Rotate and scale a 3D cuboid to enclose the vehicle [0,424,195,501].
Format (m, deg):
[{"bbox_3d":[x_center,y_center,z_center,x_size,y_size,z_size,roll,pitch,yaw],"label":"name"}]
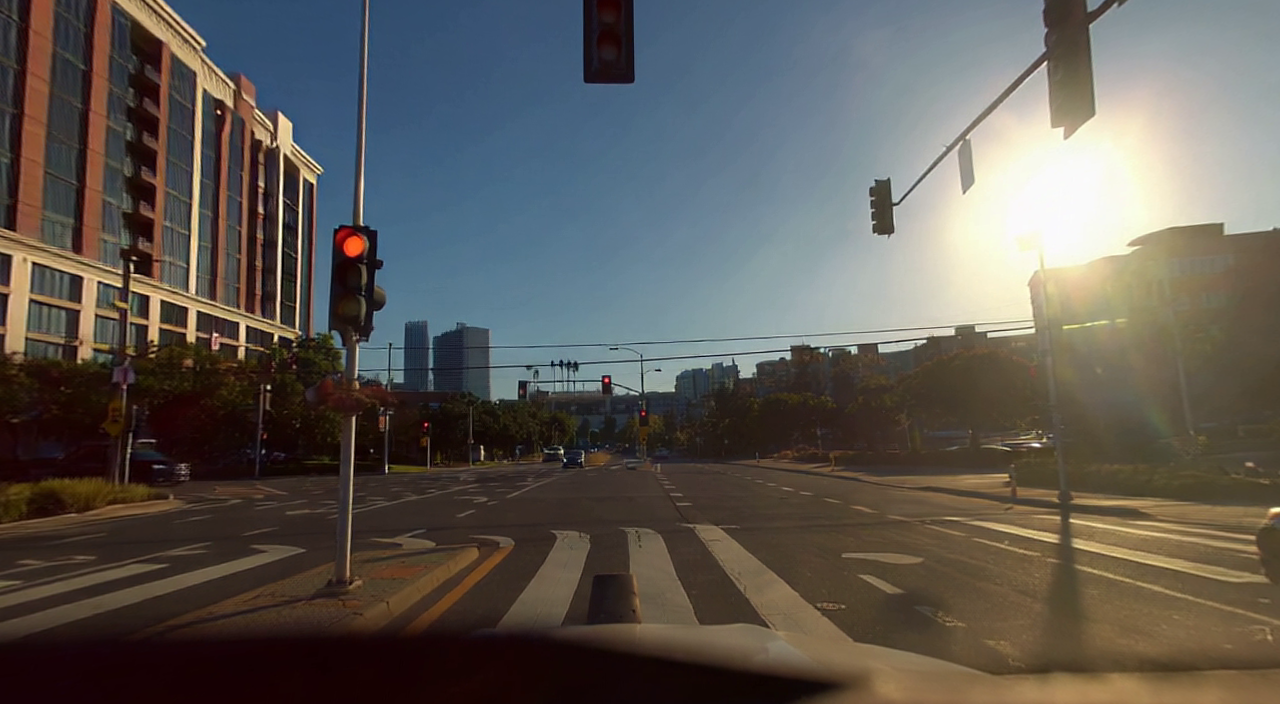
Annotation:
[{"bbox_3d":[-24.269,4.818,27.590,7.088,3.096,2.678,0,-9,-2],"label":"vehicle"}]
